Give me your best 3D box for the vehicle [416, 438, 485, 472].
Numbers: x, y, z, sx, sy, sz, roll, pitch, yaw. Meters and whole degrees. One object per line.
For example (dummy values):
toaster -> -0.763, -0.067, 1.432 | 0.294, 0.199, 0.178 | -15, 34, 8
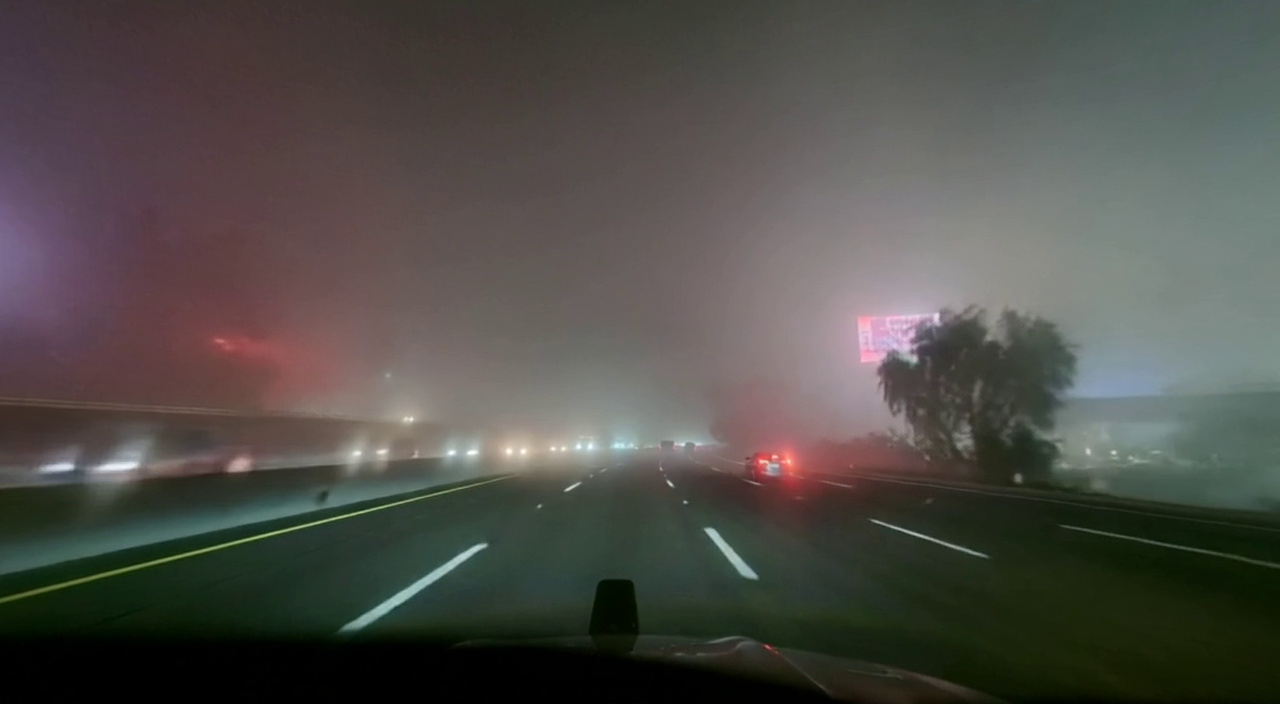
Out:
vehicle -> -9.447, 5.167, 31.928 | 2.063, 1.553, 4.370 | 0, -9, 1

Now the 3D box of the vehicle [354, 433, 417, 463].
vehicle -> -18.846, 7.130, 47.076 | 2.235, 2.061, 5.495 | 0, -9, 2

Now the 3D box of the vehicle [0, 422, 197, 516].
vehicle -> -12.094, 2.439, 13.582 | 1.908, 1.673, 4.368 | 0, -9, 0
